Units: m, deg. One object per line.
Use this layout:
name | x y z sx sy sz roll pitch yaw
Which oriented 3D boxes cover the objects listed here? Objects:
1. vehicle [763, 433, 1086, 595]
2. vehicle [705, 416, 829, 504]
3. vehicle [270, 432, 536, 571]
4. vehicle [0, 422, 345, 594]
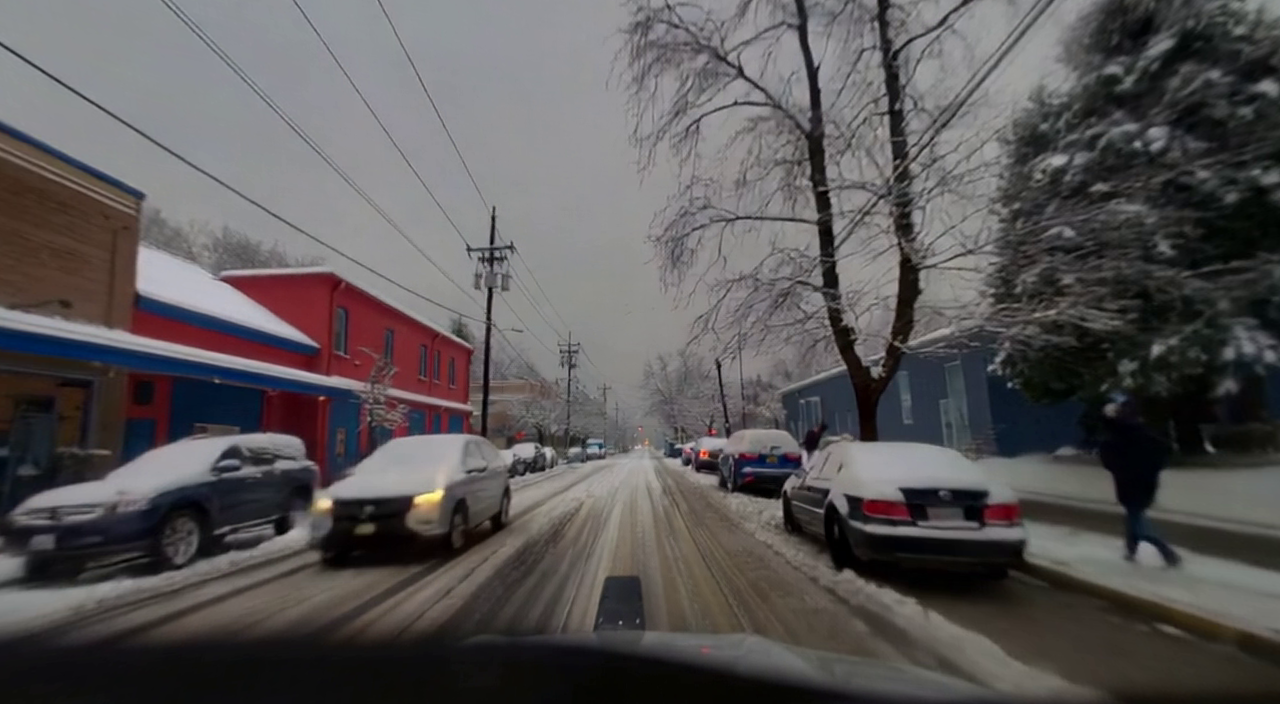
vehicle | 3.080 1.841 8.163 1.966 1.471 4.552 0 -9 -1
vehicle | 3.153 2.832 16.864 2.263 1.996 4.870 0 -9 0
vehicle | -2.996 1.998 9.258 2.036 1.515 4.437 -1 -9 2
vehicle | -6.329 2.017 9.054 2.140 1.746 4.385 -3 -8 0
